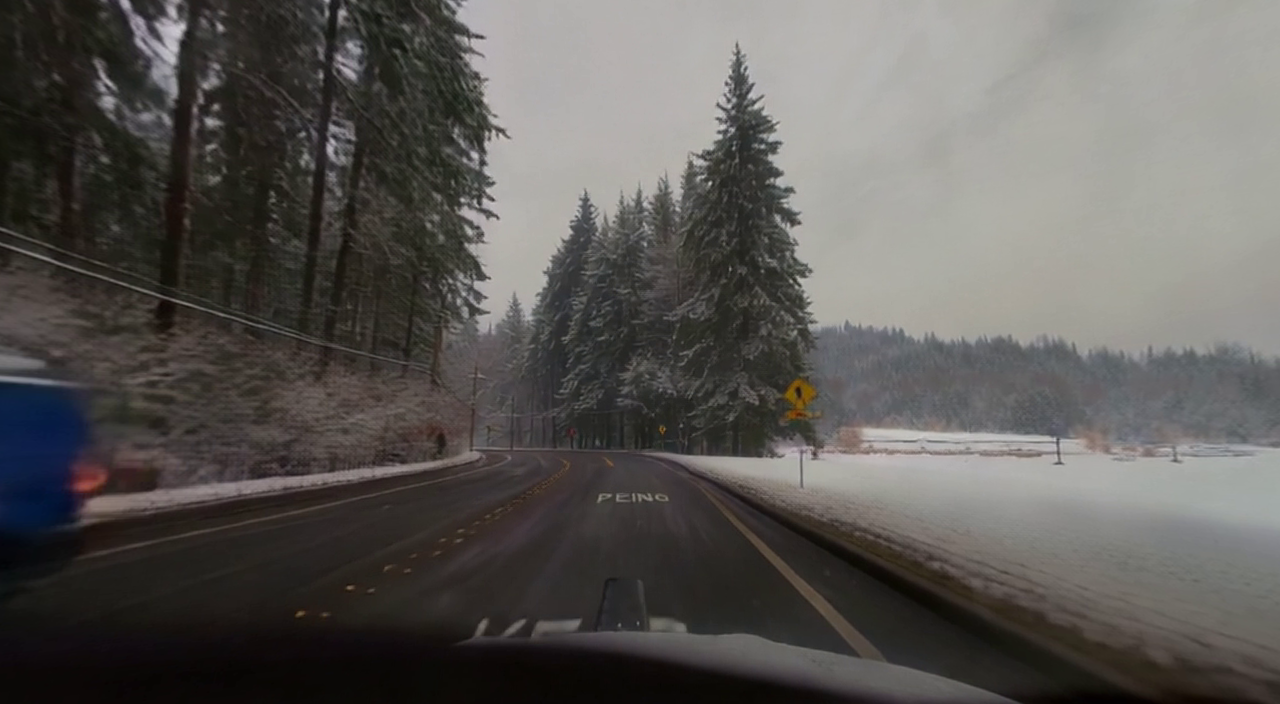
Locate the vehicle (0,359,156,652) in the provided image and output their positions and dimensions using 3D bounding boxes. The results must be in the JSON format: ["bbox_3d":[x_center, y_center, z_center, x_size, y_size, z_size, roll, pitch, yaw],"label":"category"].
[{"bbox_3d":[-5.332,0.764,2.453,2.394,1.900,5.863,0,-8,-2],"label":"vehicle"}]
